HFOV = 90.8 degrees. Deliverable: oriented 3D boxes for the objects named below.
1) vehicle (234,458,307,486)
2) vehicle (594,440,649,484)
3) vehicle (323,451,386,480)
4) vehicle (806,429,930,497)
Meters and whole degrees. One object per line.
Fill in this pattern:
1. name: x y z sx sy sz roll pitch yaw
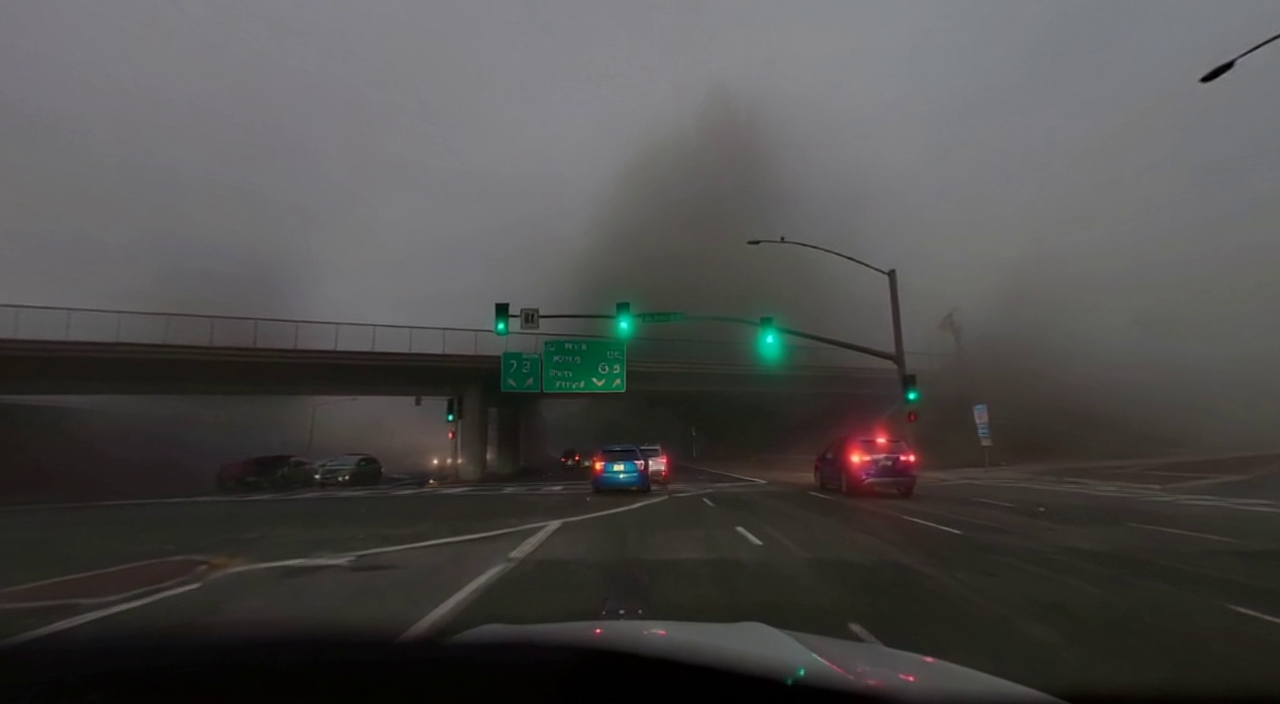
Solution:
1. vehicle: -23.249 7.525 39.996 1.849 1.539 4.665 0 -8 -1
2. vehicle: -0.708 4.821 28.006 2.060 1.768 4.681 -1 -8 3
3. vehicle: -19.255 7.632 42.832 1.990 1.789 4.973 0 -8 -1
4. vehicle: 6.683 3.286 19.114 2.074 1.785 4.320 0 -8 -1
